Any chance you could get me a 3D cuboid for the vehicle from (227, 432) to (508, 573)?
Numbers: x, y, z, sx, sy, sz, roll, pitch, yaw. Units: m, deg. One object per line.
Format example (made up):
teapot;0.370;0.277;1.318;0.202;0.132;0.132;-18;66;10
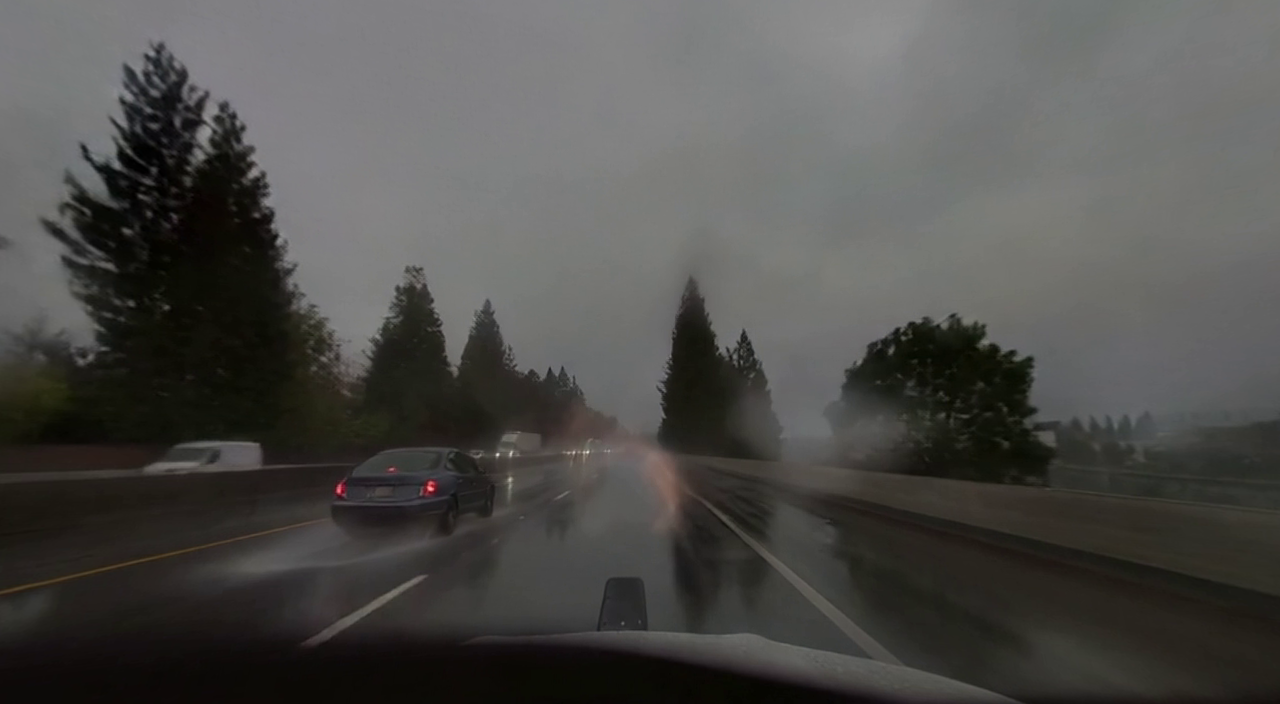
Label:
vehicle;-3.446;2.001;9.198;1.969;1.505;4.636;0;-9;1
